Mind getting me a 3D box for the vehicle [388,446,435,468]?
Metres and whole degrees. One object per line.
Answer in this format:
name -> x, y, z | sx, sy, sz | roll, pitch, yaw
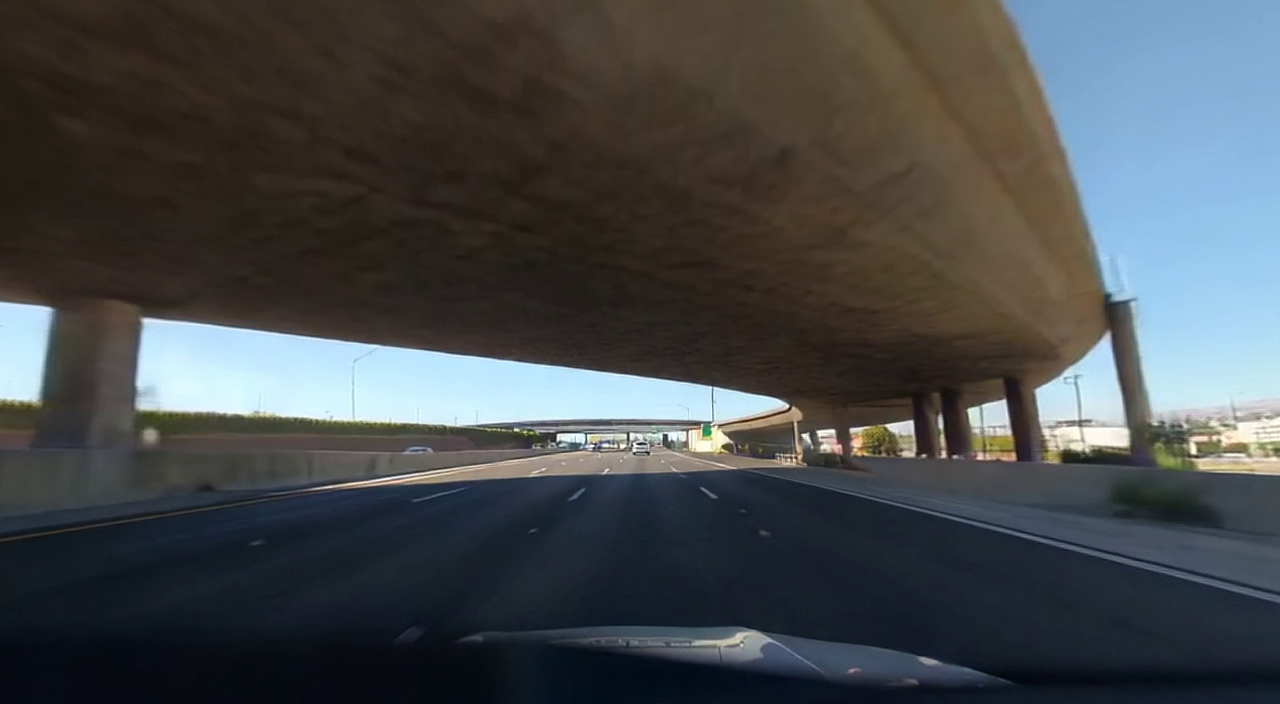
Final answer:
vehicle -> -17.310, 7.962, 48.060 | 1.812, 1.583, 4.739 | 0, -8, 1
